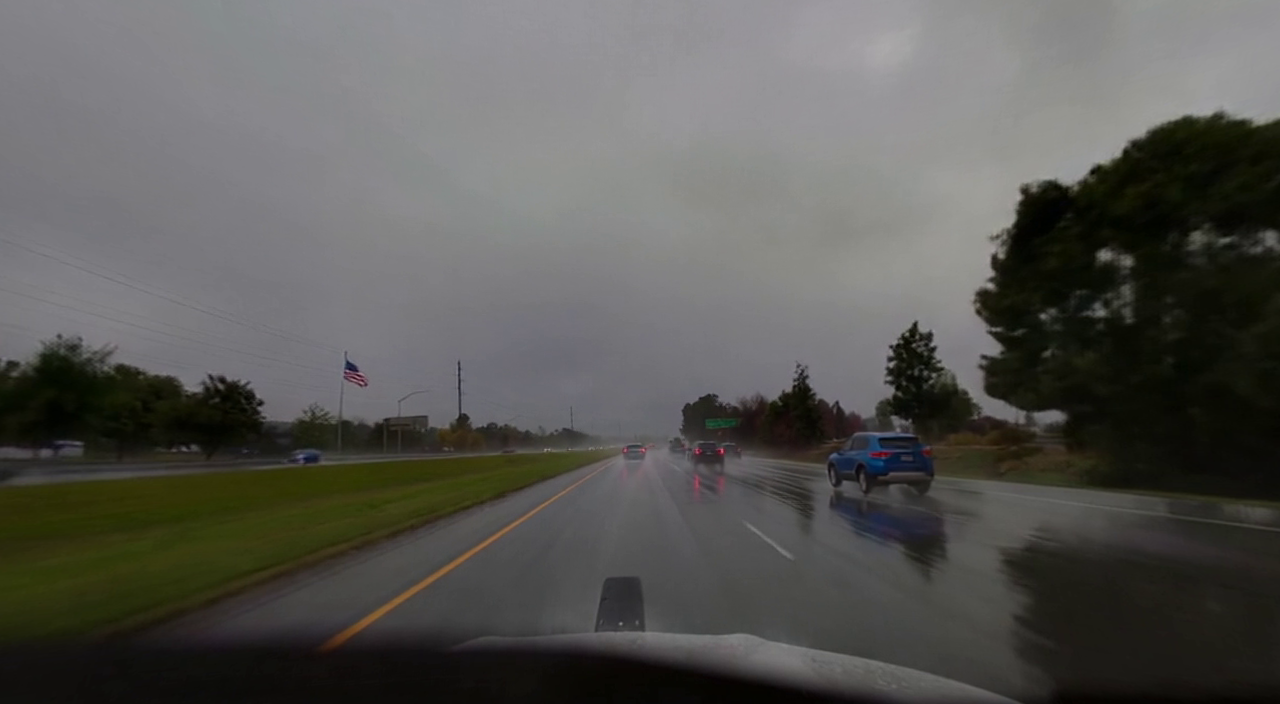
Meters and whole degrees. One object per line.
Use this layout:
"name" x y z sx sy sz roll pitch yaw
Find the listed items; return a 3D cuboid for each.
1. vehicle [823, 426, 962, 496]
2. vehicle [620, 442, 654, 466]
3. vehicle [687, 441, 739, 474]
"vehicle" 7.318 3.208 18.976 2.114 1.800 4.779 0 -8 -1
"vehicle" -0.189 6.598 40.948 2.085 1.449 3.860 0 -8 0
"vehicle" 3.574 5.248 31.709 1.978 1.488 4.252 0 -8 -1
